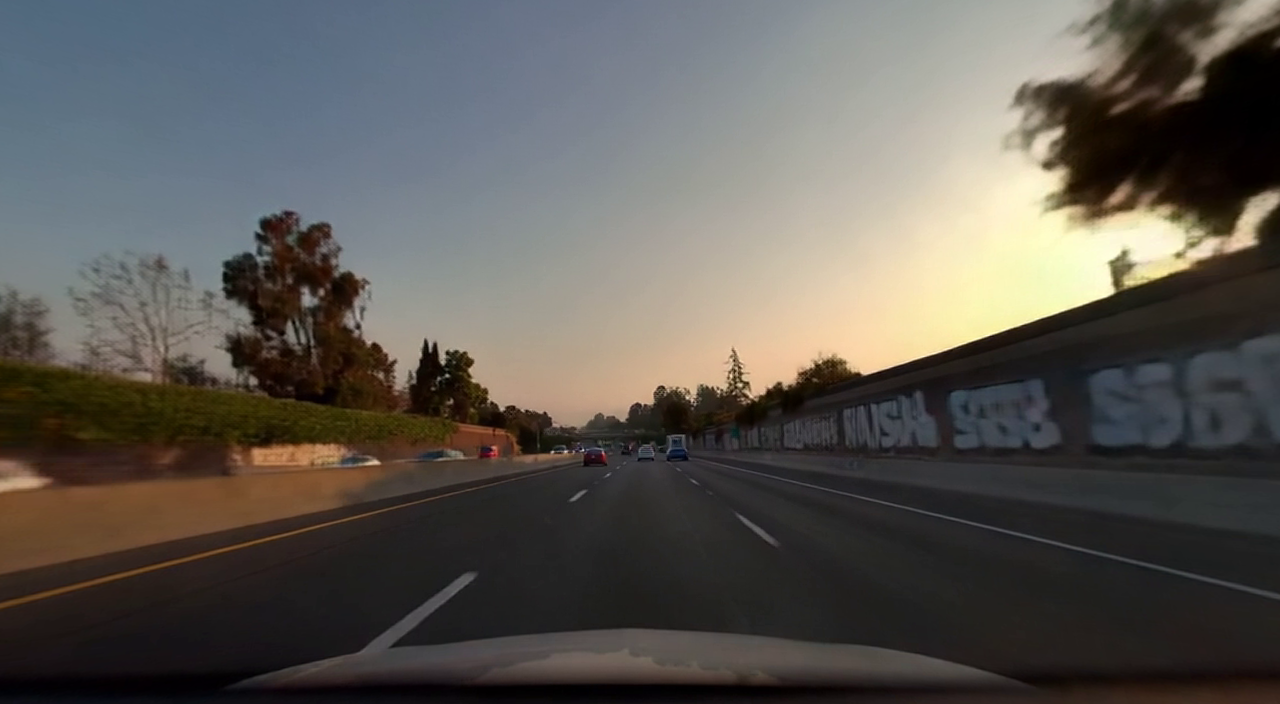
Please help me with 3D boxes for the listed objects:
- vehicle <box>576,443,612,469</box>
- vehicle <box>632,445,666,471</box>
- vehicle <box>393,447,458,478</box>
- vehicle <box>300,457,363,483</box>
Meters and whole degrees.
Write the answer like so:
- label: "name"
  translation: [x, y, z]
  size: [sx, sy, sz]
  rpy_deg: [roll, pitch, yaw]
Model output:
- label: "vehicle"
  translation: [-3.130, 7.201, 43.649]
  size: [2.095, 1.671, 4.193]
  rpy_deg: [0, -9, 1]
- label: "vehicle"
  translation: [0.558, 6.632, 39.636]
  size: [2.009, 1.506, 4.091]
  rpy_deg: [0, -9, 0]
- label: "vehicle"
  translation: [-11.709, 6.047, 34.739]
  size: [2.001, 1.547, 4.361]
  rpy_deg: [0, -9, 1]
- label: "vehicle"
  translation: [-20.194, 7.705, 41.462]
  size: [1.806, 1.549, 4.417]
  rpy_deg: [0, -9, 1]
